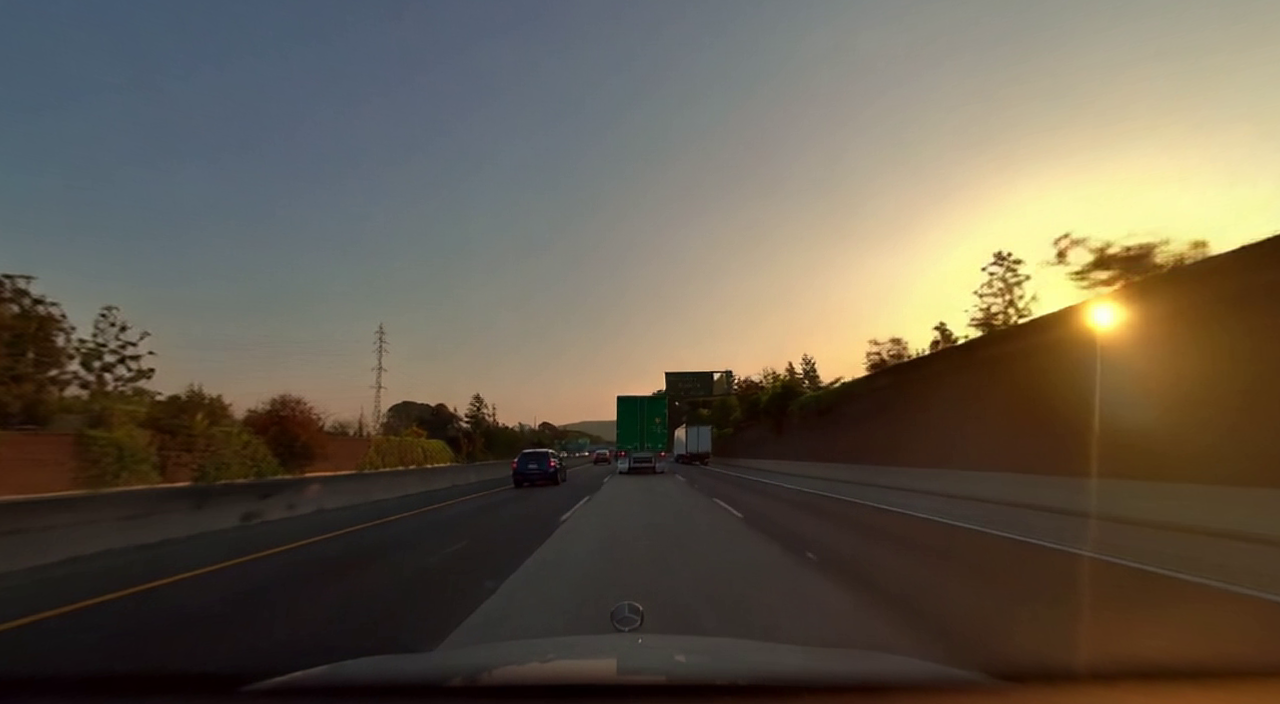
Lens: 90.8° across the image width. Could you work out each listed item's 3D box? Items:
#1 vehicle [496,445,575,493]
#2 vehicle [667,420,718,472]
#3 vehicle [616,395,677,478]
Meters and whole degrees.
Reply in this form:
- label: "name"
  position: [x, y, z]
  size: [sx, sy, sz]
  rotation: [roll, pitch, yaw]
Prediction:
- label: "vehicle"
  position: [-3.551, 4.042, 22.157]
  size: [2.050, 1.517, 3.996]
  rotation: [0, -9, 0]
- label: "vehicle"
  position: [3.890, 7.452, 49.928]
  size: [2.854, 3.537, 12.540]
  rotation: [0, -9, 0]
- label: "vehicle"
  position: [0.283, 4.985, 36.339]
  size: [2.932, 4.042, 11.054]
  rotation: [0, -9, 0]
